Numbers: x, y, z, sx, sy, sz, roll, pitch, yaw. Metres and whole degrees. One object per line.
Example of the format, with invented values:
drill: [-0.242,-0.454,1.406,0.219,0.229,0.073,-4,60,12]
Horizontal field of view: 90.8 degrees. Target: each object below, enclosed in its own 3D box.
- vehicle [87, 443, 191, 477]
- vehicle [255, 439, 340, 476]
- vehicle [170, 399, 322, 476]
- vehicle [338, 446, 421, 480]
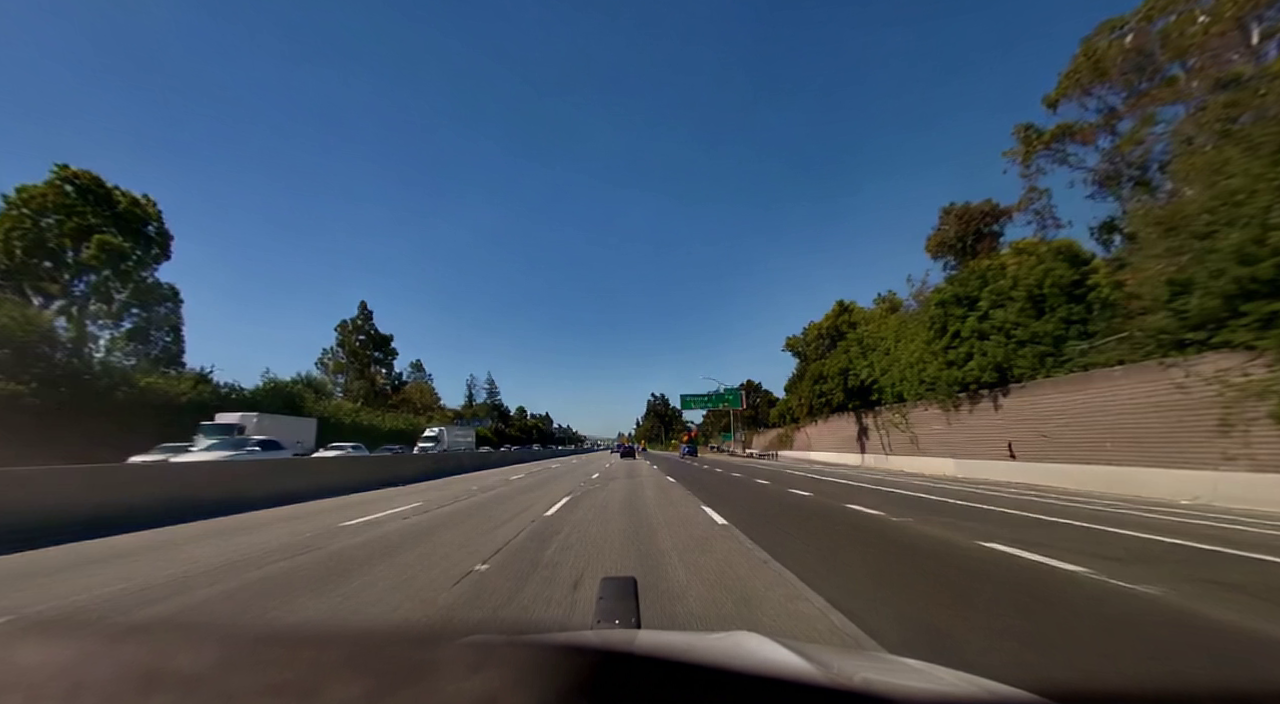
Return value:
vehicle: [-26.188,5.634,33.244,2.010,1.663,4.189,0,-9,-1]
vehicle: [-19.003,5.868,35.360,2.039,1.887,4.820,0,-9,-1]
vehicle: [-22.751,5.119,37.439,2.945,3.911,9.666,0,-9,-2]
vehicle: [-12.505,5.332,30.726,2.084,1.496,4.576,0,-9,0]
